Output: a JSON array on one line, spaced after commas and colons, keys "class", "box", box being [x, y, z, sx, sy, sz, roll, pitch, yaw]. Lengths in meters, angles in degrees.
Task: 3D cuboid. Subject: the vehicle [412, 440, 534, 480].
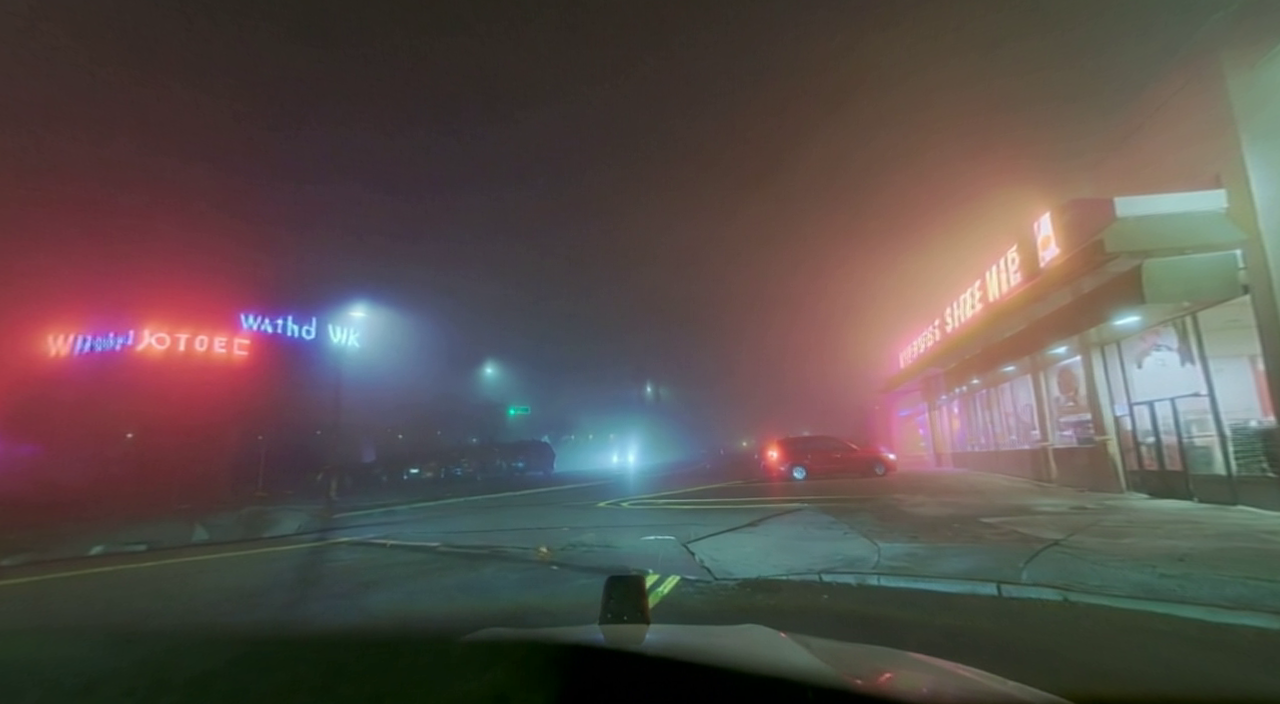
[{"class": "vehicle", "box": [-7.275, 4.716, 27.654, 4.814, 1.618, 1.869, -2, -9, 12]}]

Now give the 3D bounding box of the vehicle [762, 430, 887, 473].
[{"class": "vehicle", "box": [7.745, 4.182, 26.505, 4.706, 1.663, 1.993, -4, -10, 27]}]
